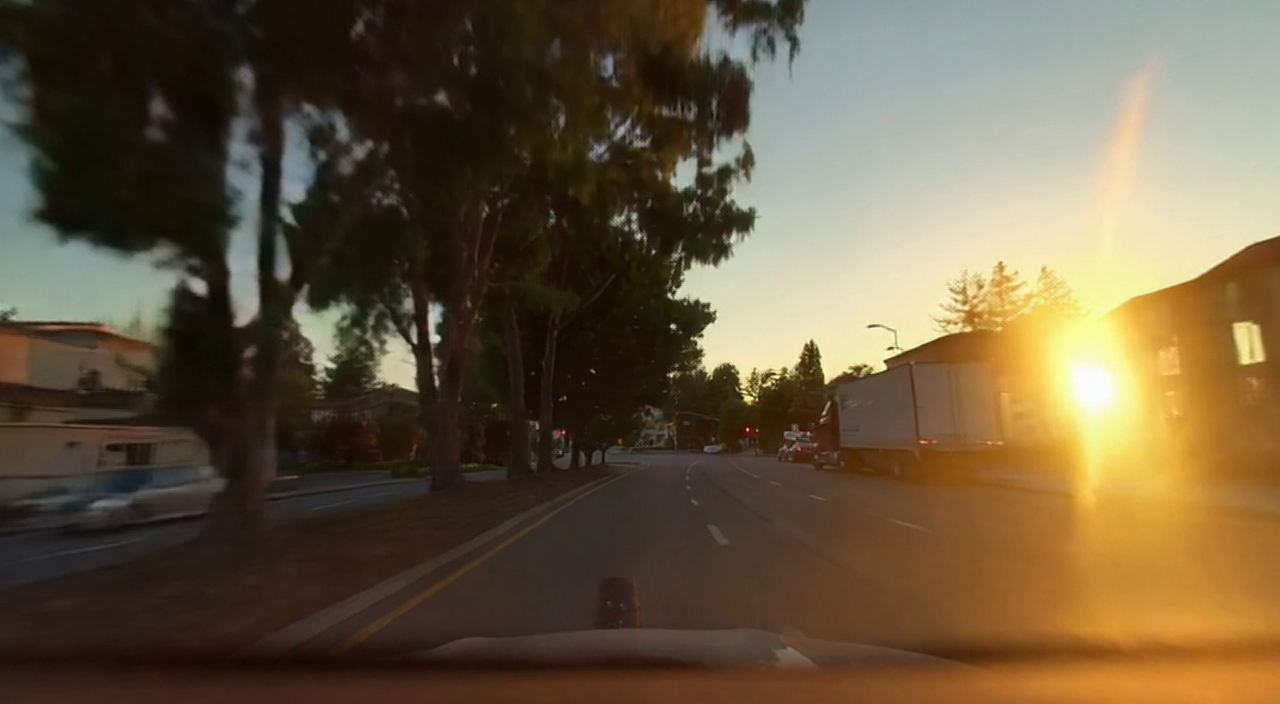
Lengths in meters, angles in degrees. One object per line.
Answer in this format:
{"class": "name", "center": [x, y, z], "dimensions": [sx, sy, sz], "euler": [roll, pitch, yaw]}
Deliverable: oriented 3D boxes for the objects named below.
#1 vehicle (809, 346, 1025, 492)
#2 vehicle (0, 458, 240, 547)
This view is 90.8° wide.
{"class": "vehicle", "center": [10.753, 3.348, 28.096], "dimensions": [2.907, 4.439, 17.681], "euler": [0, -9, 4]}
{"class": "vehicle", "center": [-11.047, 3.078, 13.614], "dimensions": [1.907, 1.505, 4.354], "euler": [0, -9, 1]}
